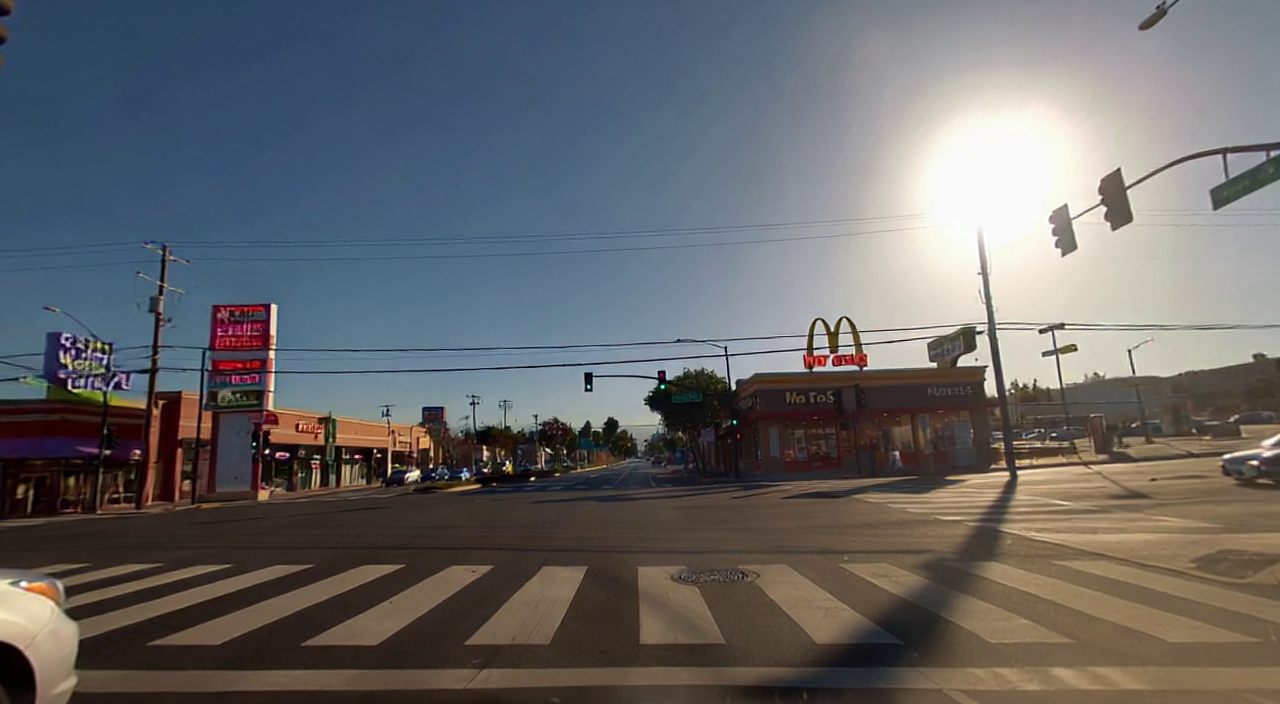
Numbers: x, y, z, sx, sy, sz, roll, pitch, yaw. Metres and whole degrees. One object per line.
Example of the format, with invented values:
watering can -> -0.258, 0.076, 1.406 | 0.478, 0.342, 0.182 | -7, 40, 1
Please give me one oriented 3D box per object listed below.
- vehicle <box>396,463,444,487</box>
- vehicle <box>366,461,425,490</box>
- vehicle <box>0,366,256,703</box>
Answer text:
vehicle -> -15.755, 8.833, 45.406 | 1.931, 1.471, 4.152 | 0, -9, 0
vehicle -> -19.216, 9.703, 49.785 | 2.227, 2.033, 5.614 | 0, -9, 2
vehicle -> -3.413, 0.747, 1.413 | 2.081, 1.644, 4.523 | 0, -9, 2
